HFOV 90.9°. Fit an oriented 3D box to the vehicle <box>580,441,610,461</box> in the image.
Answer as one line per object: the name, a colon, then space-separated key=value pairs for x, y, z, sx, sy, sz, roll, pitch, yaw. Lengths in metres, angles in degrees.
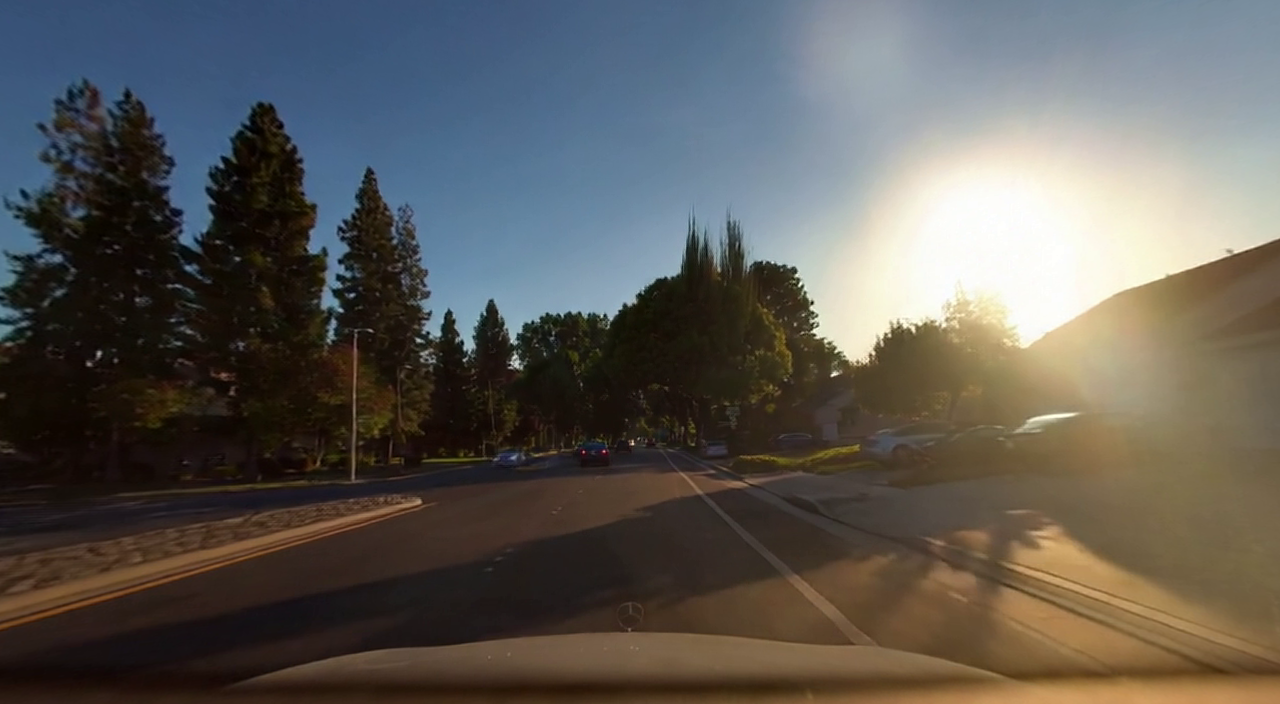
vehicle: x=-3.332 y=7.432 z=47.362 sx=1.973 sy=1.400 sz=3.915 roll=0 pitch=-8 yaw=0

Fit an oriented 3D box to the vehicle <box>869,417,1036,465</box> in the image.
vehicle: x=10.451 y=3.025 z=21.365 sx=4.606 sy=1.525 sz=1.932 roll=0 pitch=-8 yaw=-1

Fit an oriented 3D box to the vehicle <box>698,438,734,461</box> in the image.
vehicle: x=5.406 y=7.034 z=45.564 sx=1.995 sy=1.546 sz=4.474 roll=0 pitch=-8 yaw=-1

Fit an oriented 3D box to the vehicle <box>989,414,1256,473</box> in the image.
vehicle: x=10.550 y=2.033 z=14.020 sx=4.489 sy=1.208 sz=1.800 roll=0 pitch=-8 yaw=-2

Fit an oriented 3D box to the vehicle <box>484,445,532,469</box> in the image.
vehicle: x=-8.567 y=6.853 z=41.373 sx=2.027 sy=1.522 sz=4.469 roll=-1 pitch=-8 yaw=2
